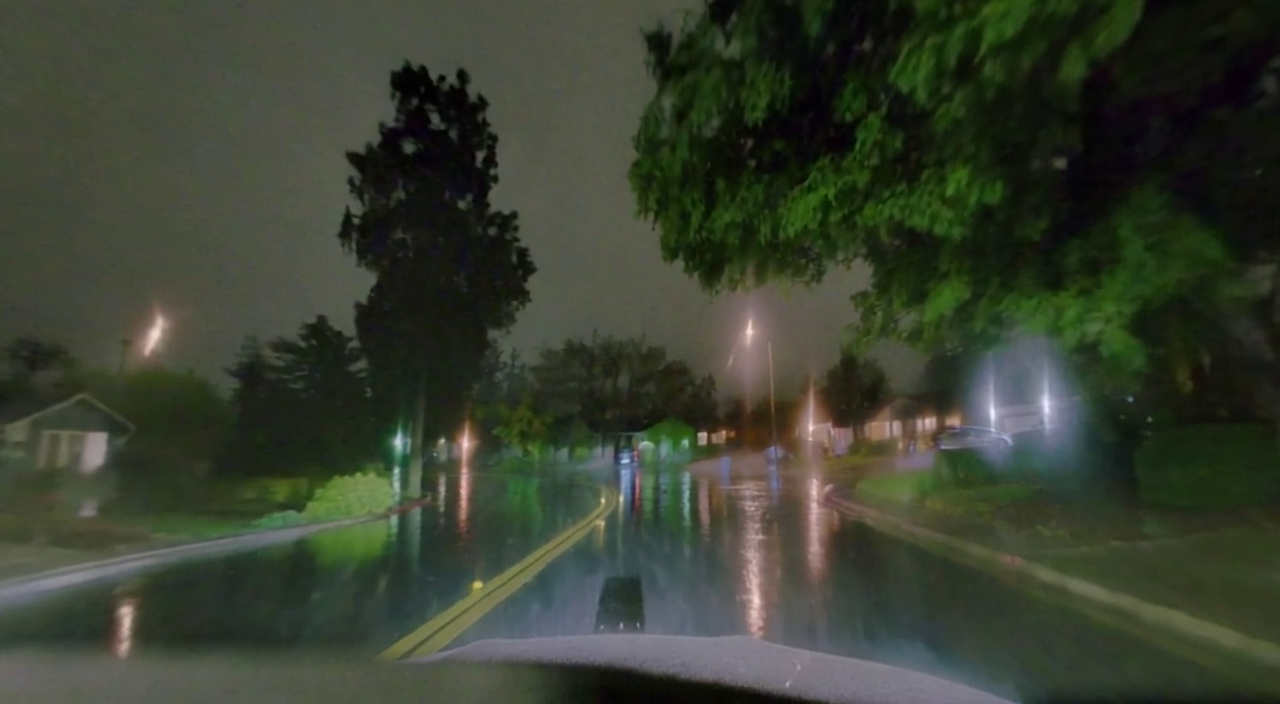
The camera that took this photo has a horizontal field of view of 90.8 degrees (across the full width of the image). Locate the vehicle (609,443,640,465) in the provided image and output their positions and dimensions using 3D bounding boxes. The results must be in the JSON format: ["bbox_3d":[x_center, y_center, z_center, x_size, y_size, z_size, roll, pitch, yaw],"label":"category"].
[{"bbox_3d":[-1.185,7.931,49.456,1.819,1.442,4.329,-2,-6,7],"label":"vehicle"}]

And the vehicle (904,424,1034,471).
[{"bbox_3d":[13.962,4.109,27.024,4.327,1.573,1.967,-5,-10,4],"label":"vehicle"}]

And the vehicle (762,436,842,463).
[{"bbox_3d":[10.705,6.436,41.691,4.799,1.451,2.144,1,-8,-26],"label":"vehicle"}]
